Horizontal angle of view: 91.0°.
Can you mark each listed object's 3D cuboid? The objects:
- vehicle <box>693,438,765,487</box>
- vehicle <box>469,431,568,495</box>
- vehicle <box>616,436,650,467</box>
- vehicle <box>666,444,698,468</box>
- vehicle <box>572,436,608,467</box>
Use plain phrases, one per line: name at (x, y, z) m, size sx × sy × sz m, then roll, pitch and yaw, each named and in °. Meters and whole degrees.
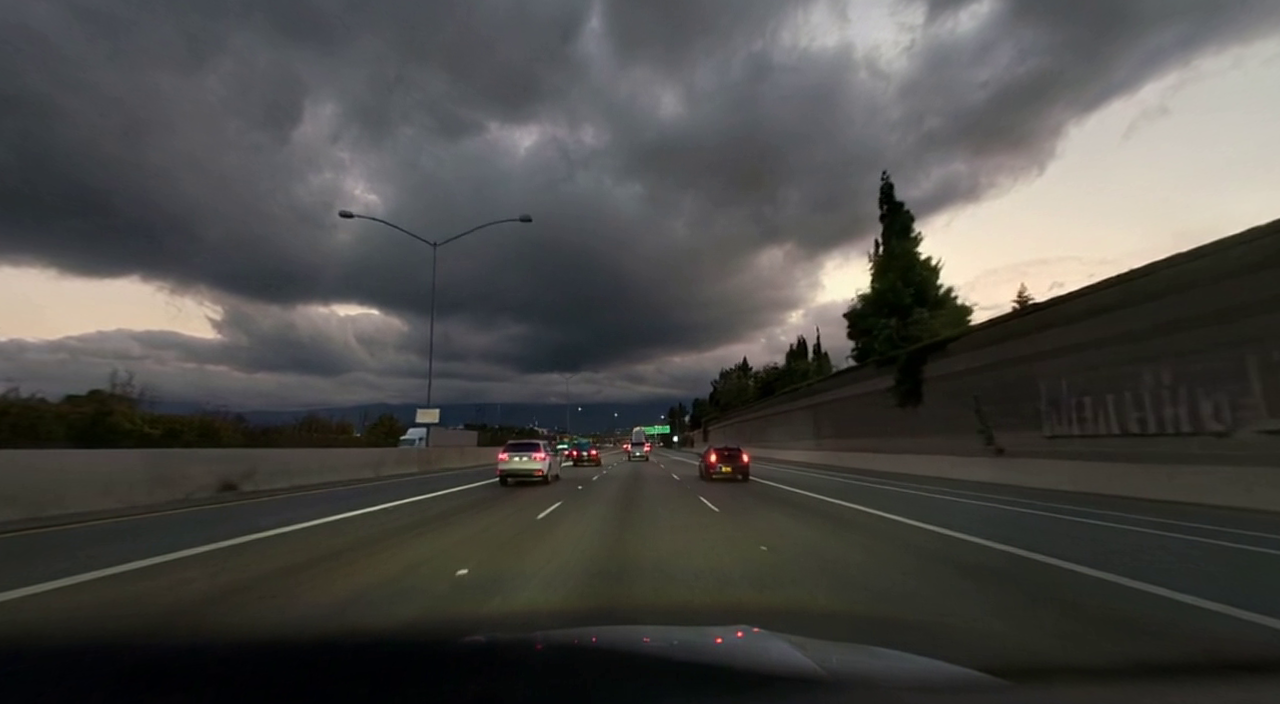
vehicle at (3.485, 4.441, 25.629) m, size 2.224 × 1.752 × 4.487 m, roll 0°, pitch -9°, yaw -1°
vehicle at (-3.821, 3.628, 20.959) m, size 2.184 × 1.819 × 5.441 m, roll 0°, pitch -9°, yaw 0°
vehicle at (-0.477, 7.572, 48.235) m, size 2.485 × 2.215 × 5.199 m, roll 0°, pitch -9°, yaw 0°
vehicle at (3.261, 8.177, 49.668) m, size 2.162 × 1.766 × 4.740 m, roll 0°, pitch -9°, yaw -1°
vehicle at (-3.777, 7.596, 48.170) m, size 2.378 × 2.214 × 4.352 m, roll 0°, pitch -9°, yaw 0°
